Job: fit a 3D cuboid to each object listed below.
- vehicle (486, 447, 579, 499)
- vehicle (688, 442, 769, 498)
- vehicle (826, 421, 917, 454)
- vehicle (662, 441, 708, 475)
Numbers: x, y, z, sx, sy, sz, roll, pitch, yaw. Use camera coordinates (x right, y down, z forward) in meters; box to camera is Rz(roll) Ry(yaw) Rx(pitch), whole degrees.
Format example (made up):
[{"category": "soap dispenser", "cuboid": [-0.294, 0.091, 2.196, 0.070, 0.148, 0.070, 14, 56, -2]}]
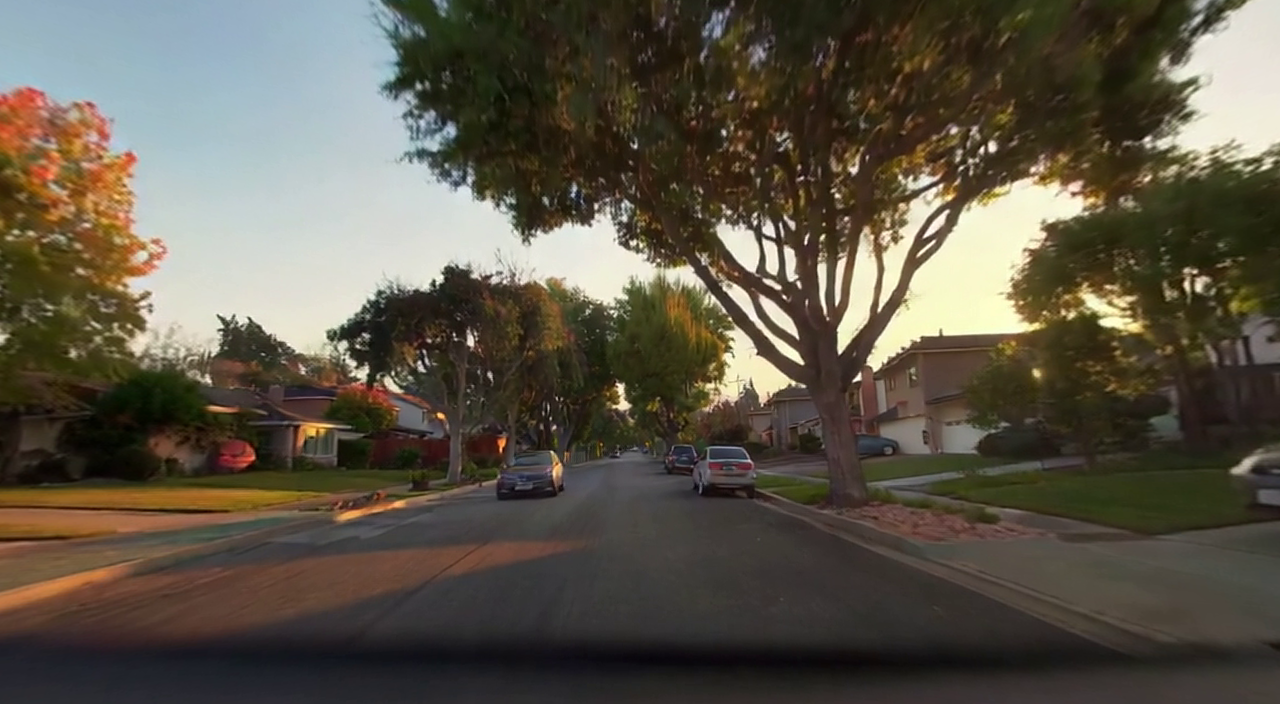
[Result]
[{"category": "vehicle", "cuboid": [-3.384, 3.931, 20.995, 2.104, 1.497, 4.781, 0, -9, 2]}, {"category": "vehicle", "cuboid": [2.832, 3.884, 21.277, 2.079, 1.651, 4.783, 0, -9, 1]}, {"category": "vehicle", "cuboid": [12.905, 4.779, 35.476, 4.310, 1.805, 2.289, -1, -7, 5]}, {"category": "vehicle", "cuboid": [2.678, 6.514, 38.945, 2.350, 1.912, 5.696, 0, -9, -1]}]
